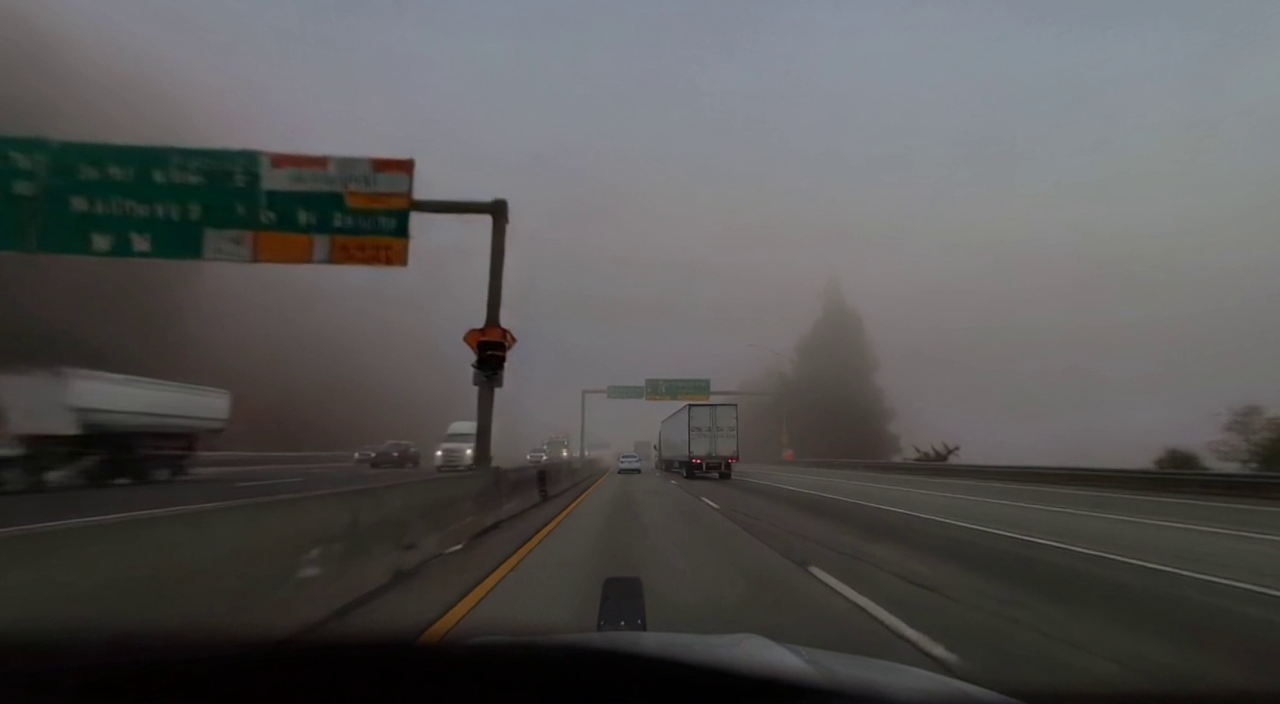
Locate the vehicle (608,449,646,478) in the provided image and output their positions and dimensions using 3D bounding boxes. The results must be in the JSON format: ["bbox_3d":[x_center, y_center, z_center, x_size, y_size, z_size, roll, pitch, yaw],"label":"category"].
[{"bbox_3d":[-0.796,6.635,37.584,2.111,1.599,3.859,0,-9,-2],"label":"vehicle"}]

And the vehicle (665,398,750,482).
[{"bbox_3d":[3.497,5.263,36.801,2.931,4.009,12.800,0,-9,-3],"label":"vehicle"}]

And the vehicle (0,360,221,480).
[{"bbox_3d":[-11.846,1.625,14.001,2.161,2.281,4.072,0,-10,0],"label":"vehicle"}]

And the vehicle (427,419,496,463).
[{"bbox_3d":[-7.954,4.066,28.594,2.073,1.806,4.773,0,-9,-4],"label":"vehicle"}]

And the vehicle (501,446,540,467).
[{"bbox_3d":[-8.931,7.854,47.582,2.013,1.451,4.635,-1,-9,0],"label":"vehicle"}]

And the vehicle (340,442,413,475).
[{"bbox_3d":[-12.286,4.998,29.704,1.845,1.441,3.969,0,-9,-2],"label":"vehicle"}]
